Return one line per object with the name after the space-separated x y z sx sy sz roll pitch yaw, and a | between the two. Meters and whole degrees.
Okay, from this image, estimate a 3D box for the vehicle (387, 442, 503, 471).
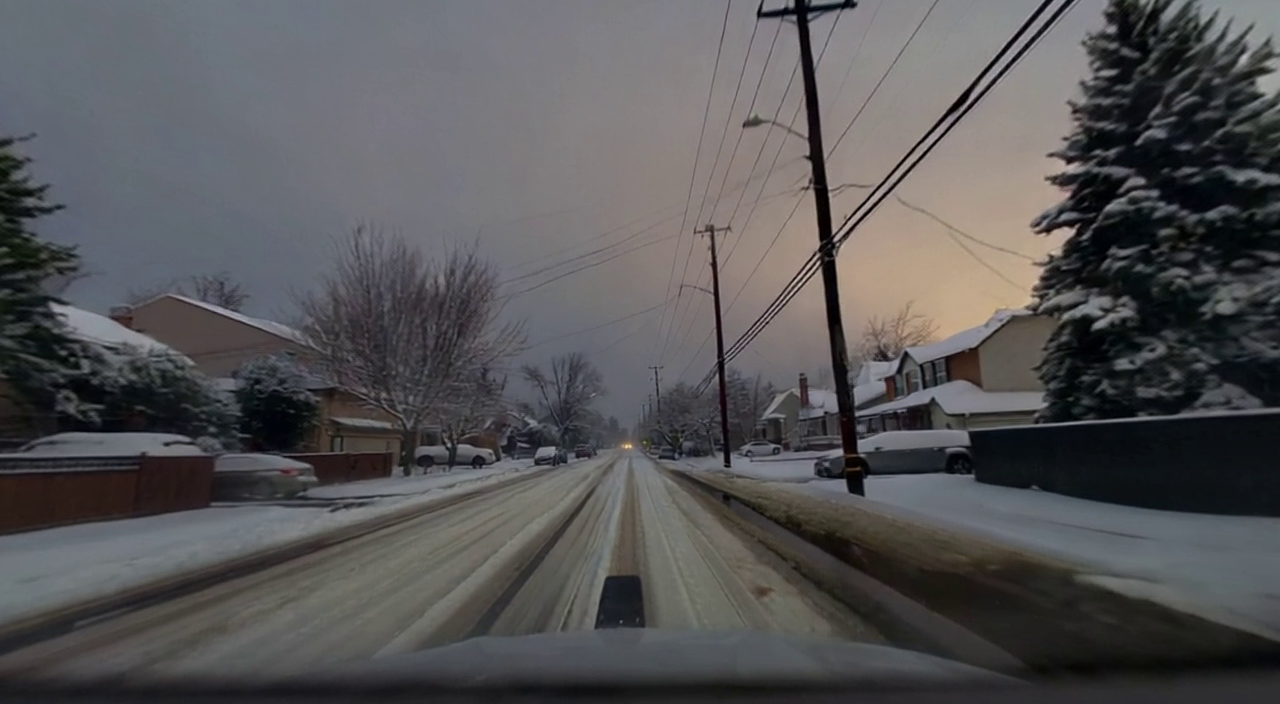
-12.375 6.658 40.558 6.619 1.759 2.632 0 -8 -2 | vehicle

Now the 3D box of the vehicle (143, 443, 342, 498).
-11.313 3.383 18.262 4.371 1.482 1.954 0 -9 -2 | vehicle

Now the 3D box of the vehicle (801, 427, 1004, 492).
8.936 3.669 21.968 5.890 1.896 2.459 -2 -7 -1 | vehicle

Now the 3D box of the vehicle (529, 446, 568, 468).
-6.699 7.715 46.753 2.208 1.491 5.089 0 -8 -1 | vehicle

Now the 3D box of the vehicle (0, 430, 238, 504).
-13.185 2.863 15.904 4.529 1.704 2.296 0 -9 -1 | vehicle
